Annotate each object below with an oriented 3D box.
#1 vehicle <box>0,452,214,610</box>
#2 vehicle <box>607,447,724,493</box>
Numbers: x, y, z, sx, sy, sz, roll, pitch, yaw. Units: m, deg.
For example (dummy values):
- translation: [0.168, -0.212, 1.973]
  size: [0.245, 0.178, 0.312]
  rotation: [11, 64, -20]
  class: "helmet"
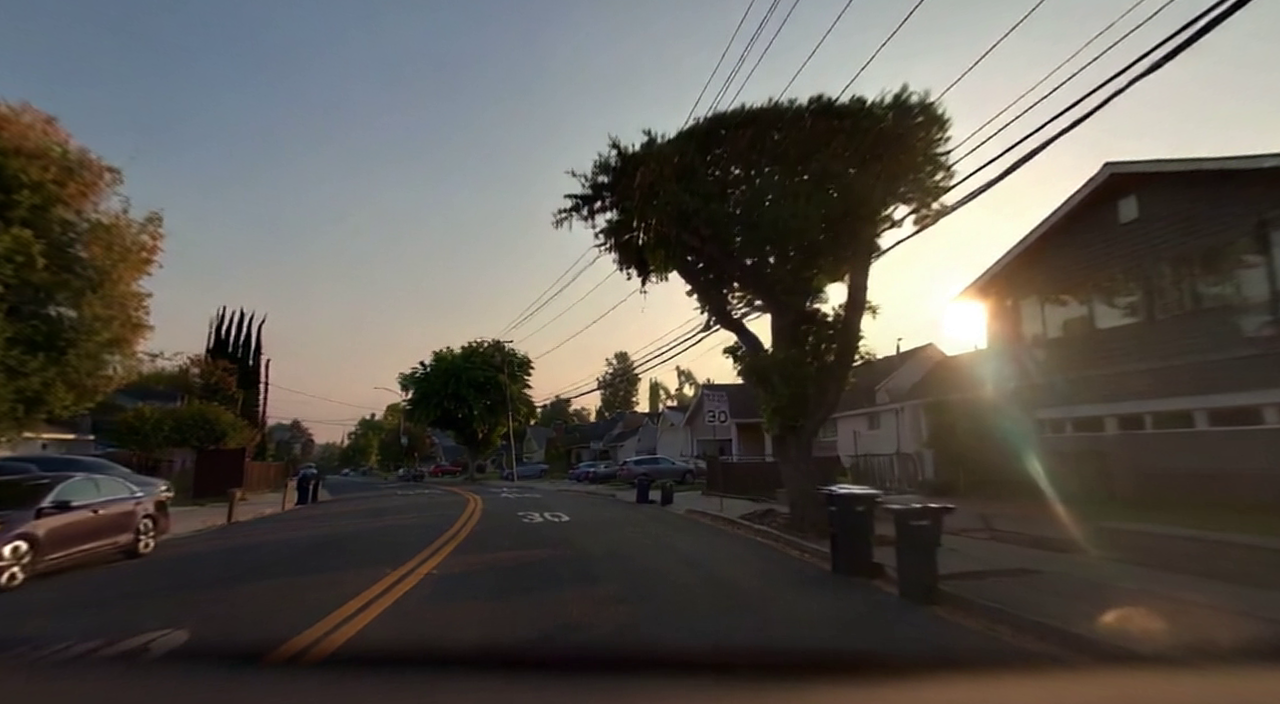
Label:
- translation: [-7.628, 2.051, 7.842]
  size: [1.994, 1.515, 4.385]
  rotation: [1, -8, -7]
  class: "vehicle"
- translation: [1.244, 5.823, 31.182]
  size: [5.229, 1.790, 2.153]
  rotation: [-1, -11, -19]
  class: "vehicle"
